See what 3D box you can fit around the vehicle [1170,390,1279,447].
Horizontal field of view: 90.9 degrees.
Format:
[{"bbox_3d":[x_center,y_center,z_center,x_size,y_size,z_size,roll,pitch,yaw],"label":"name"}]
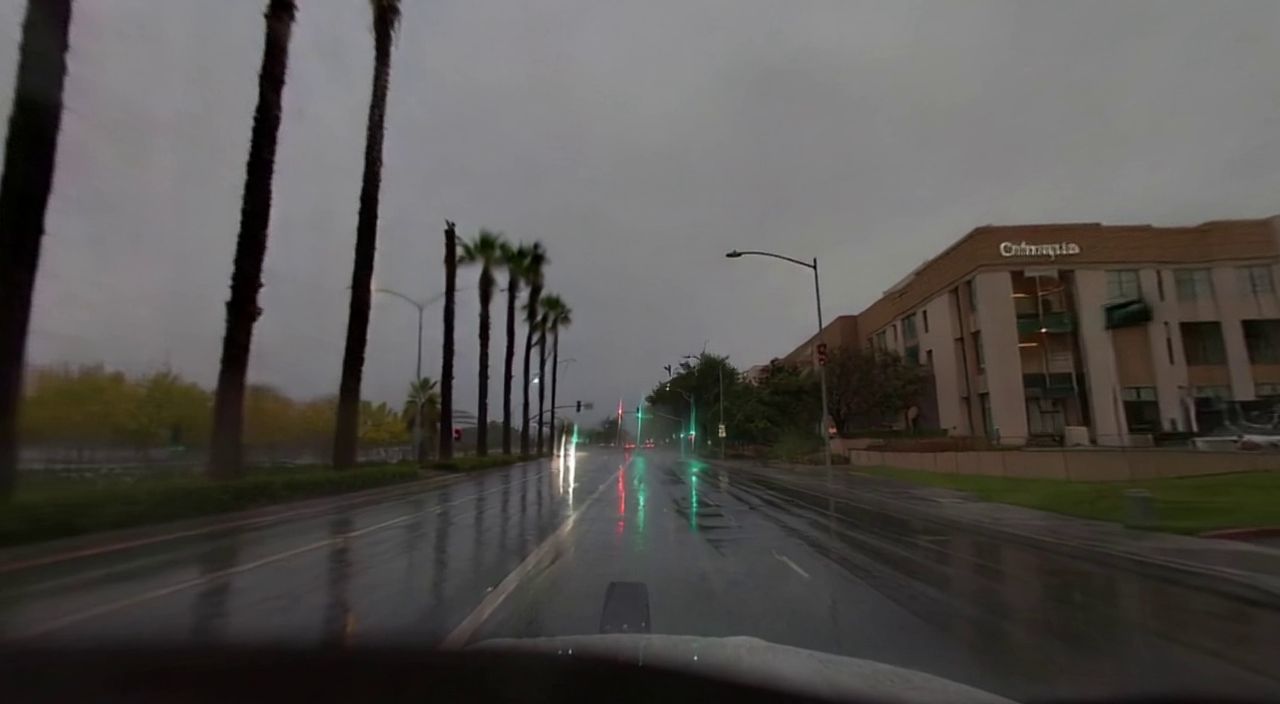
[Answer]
[{"bbox_3d":[21.611,2.323,21.516,2.222,1.818,5.099,1,-8,-6],"label":"vehicle"}]
